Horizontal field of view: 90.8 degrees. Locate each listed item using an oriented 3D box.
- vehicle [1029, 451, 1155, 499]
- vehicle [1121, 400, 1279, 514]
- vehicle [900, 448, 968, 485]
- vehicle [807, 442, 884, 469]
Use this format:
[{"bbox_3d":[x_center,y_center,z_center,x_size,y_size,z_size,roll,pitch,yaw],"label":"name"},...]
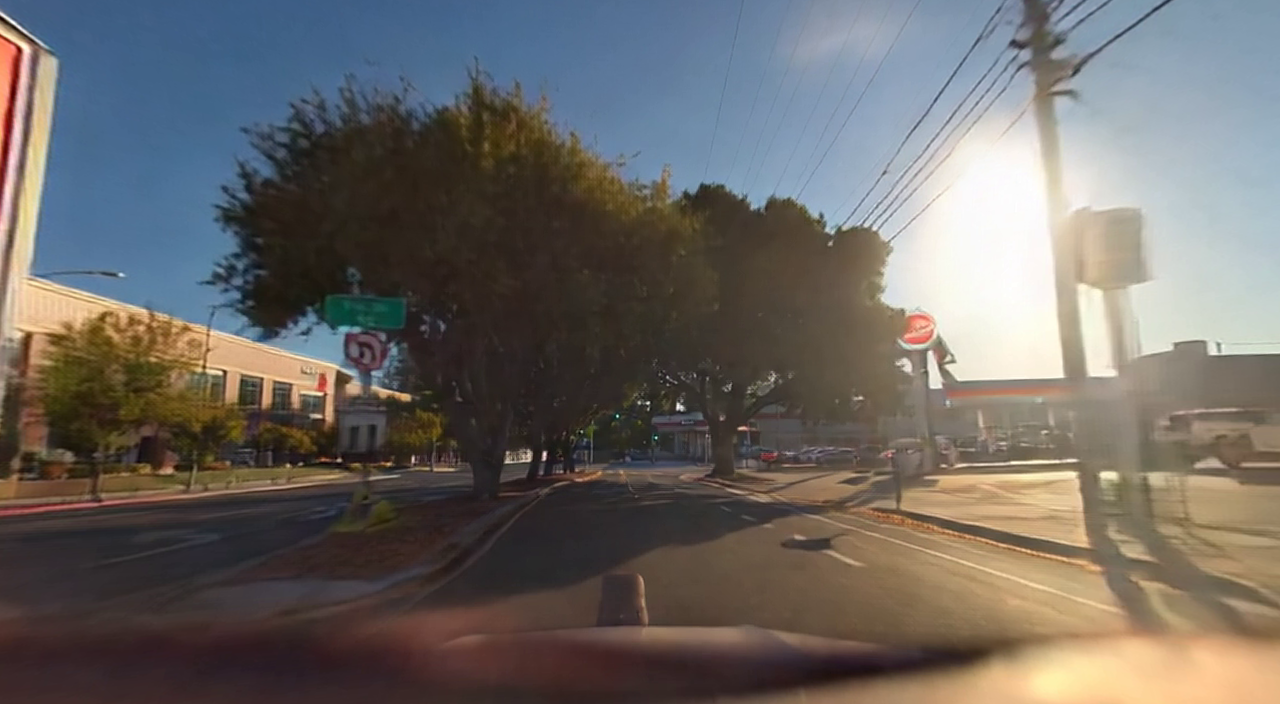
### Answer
[{"bbox_3d":[18.024,4.862,25.503,2.041,1.674,4.301,2,-9,2],"label":"vehicle"},{"bbox_3d":[17.932,3.074,18.769,2.642,2.930,5.826,0,-8,1],"label":"vehicle"},{"bbox_3d":[16.534,6.359,35.418,2.086,1.845,4.694,-8,-11,41],"label":"vehicle"},{"bbox_3d":[15.193,7.690,46.859,4.996,1.720,2.027,1,-12,2],"label":"vehicle"}]
